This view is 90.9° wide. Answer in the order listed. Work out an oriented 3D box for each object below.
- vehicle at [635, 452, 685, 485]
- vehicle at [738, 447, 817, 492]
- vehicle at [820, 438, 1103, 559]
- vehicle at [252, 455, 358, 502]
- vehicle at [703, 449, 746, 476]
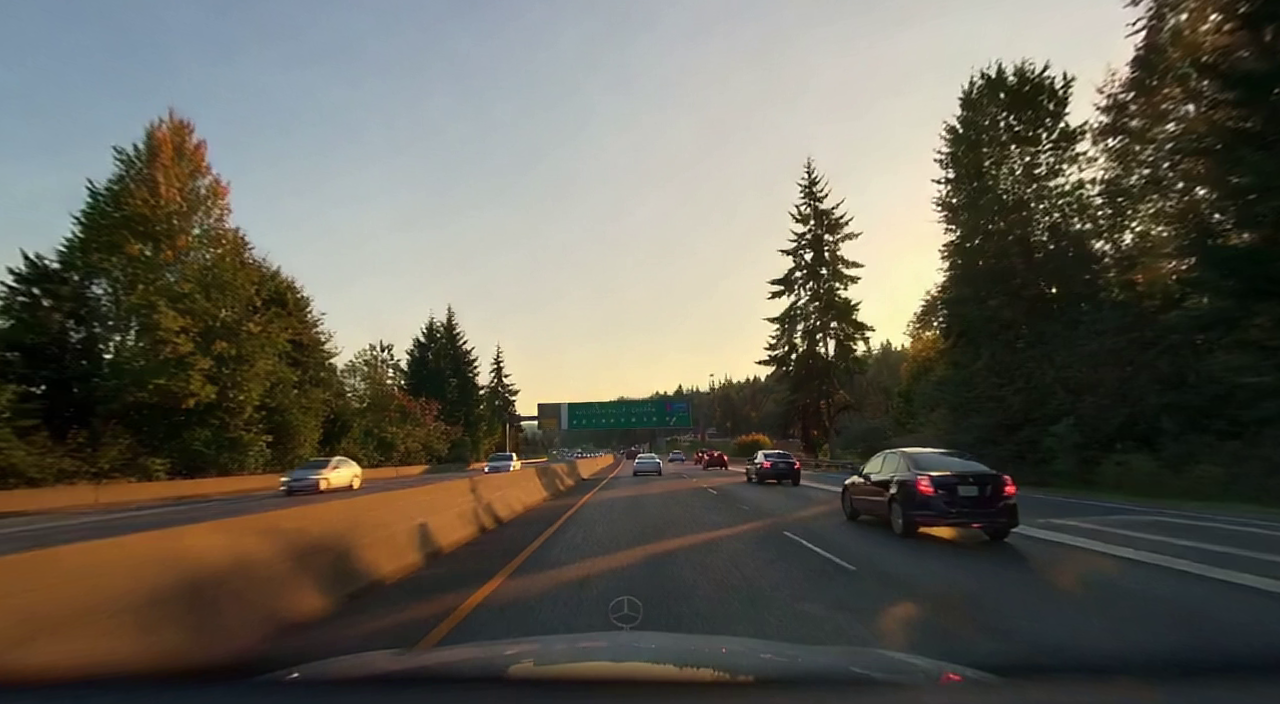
[{"bbox_3d":[0.838,5.032,27.474,2.012,1.320,3.777,0,-9,1],"label":"vehicle"},{"bbox_3d":[4.875,4.222,23.058,1.827,1.462,4.697,0,-9,0],"label":"vehicle"},{"bbox_3d":[4.570,2.142,9.991,2.007,1.451,4.587,0,-9,-1],"label":"vehicle"},{"bbox_3d":[-12.356,4.655,23.575,1.805,1.550,3.877,0,-9,0],"label":"vehicle"},{"bbox_3d":[4.929,6.514,37.382,1.952,1.495,3.740,0,-9,-1],"label":"vehicle"}]
